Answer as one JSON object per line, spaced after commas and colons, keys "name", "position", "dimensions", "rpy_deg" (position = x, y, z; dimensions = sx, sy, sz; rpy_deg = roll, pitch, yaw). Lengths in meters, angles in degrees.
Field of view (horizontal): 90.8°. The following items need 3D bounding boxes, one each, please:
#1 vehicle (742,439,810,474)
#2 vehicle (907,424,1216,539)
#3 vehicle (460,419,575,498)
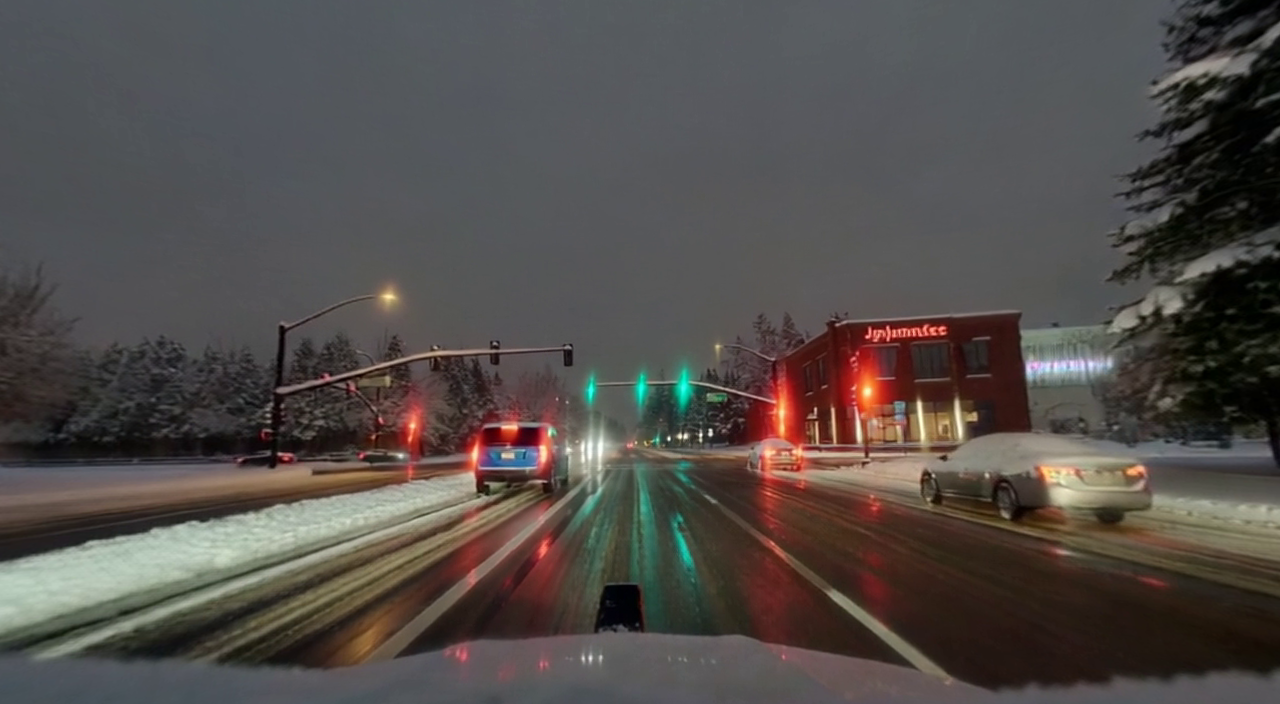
{"name": "vehicle", "position": [6.208, 4.824, 29.383], "dimensions": [1.972, 1.476, 4.775], "rpy_deg": [0, -8, -2]}
{"name": "vehicle", "position": [6.761, 2.121, 11.045], "dimensions": [2.014, 1.539, 4.852], "rpy_deg": [0, -8, -1]}
{"name": "vehicle", "position": [-3.221, 2.946, 17.862], "dimensions": [2.313, 1.883, 5.016], "rpy_deg": [0, -8, -1]}
